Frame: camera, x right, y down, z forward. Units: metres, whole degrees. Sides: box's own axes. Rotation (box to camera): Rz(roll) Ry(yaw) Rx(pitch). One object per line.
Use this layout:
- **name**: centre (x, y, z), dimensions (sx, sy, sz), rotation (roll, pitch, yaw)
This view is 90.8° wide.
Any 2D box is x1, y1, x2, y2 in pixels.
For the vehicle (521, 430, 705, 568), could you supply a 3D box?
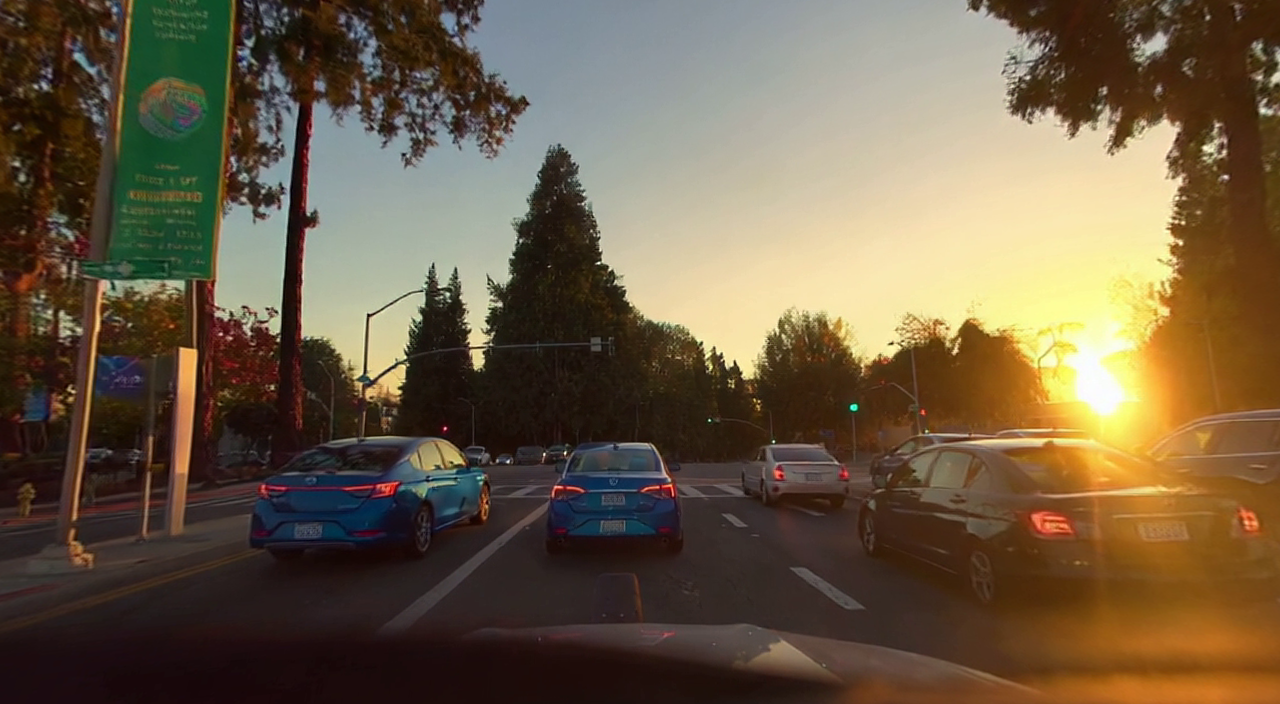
- **vehicle**: centre (-0.312, 1.881, 8.767), dimensions (1.994, 1.479, 3.647), rotation (0, -9, -1)

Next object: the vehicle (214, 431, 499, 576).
- **vehicle**: centre (-3.367, 1.864, 8.576), dimensions (1.929, 1.457, 4.136), rotation (0, -9, 0)

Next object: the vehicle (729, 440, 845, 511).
- **vehicle**: centre (3.410, 2.917, 15.415), dimensions (1.852, 1.498, 3.825), rotation (0, -9, -1)

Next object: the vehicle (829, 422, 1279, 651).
- **vehicle**: centre (3.600, 1.540, 6.407), dimensions (1.953, 1.471, 4.470), rotation (0, -9, 0)
